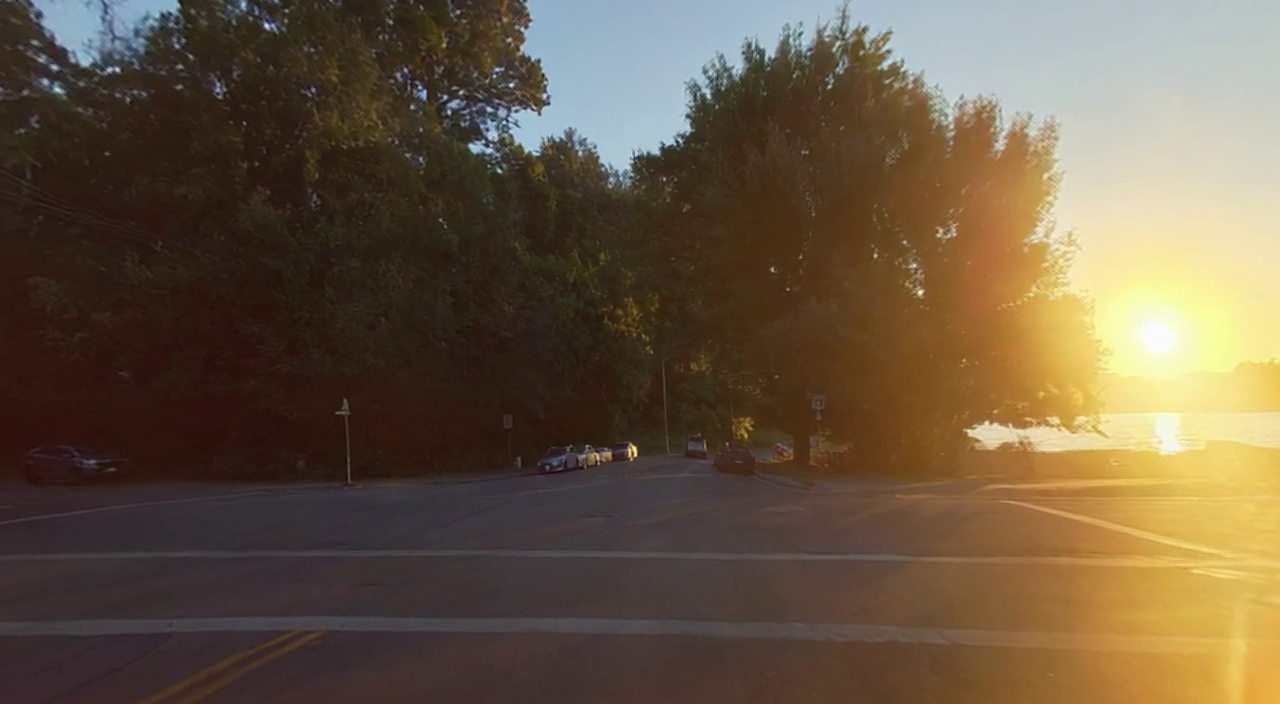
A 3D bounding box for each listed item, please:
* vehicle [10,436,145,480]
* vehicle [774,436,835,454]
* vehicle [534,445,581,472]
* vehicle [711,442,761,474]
[{"bbox_3d":[-25.262,4.731,28.333,4.986,1.796,2.066,-2,-9,17],"label":"vehicle"},{"bbox_3d":[12.906,7.328,49.625,4.310,1.378,1.698,0,-8,3],"label":"vehicle"},{"bbox_3d":[-4.825,6.308,37.601,2.102,1.507,4.049,0,-8,2],"label":"vehicle"},{"bbox_3d":[4.686,5.237,31.448,2.051,1.461,4.100,0,-8,3],"label":"vehicle"}]
